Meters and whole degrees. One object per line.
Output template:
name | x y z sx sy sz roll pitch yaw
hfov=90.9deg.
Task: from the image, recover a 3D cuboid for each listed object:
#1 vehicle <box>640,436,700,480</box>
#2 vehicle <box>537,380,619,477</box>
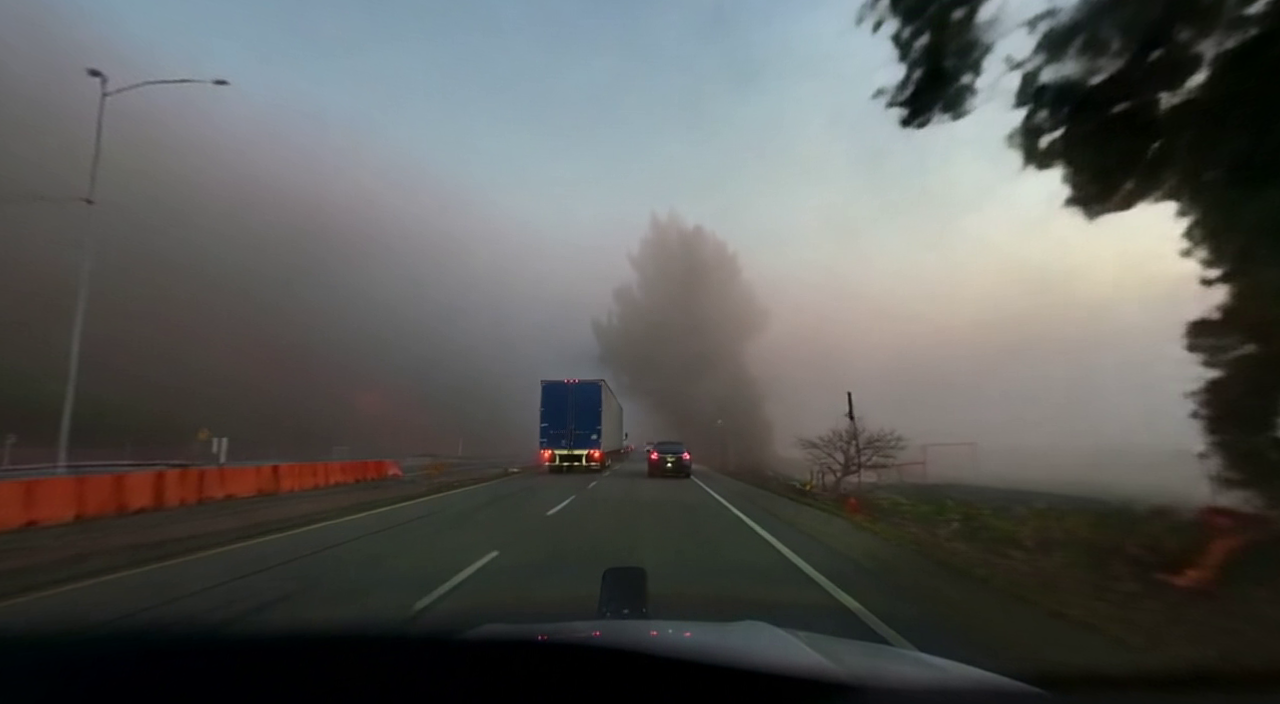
vehicle | 1.181 4.414 26.626 2.304 1.675 4.462 0 -8 0
vehicle | -2.902 4.376 34.781 2.906 4.115 15.715 0 -8 0
